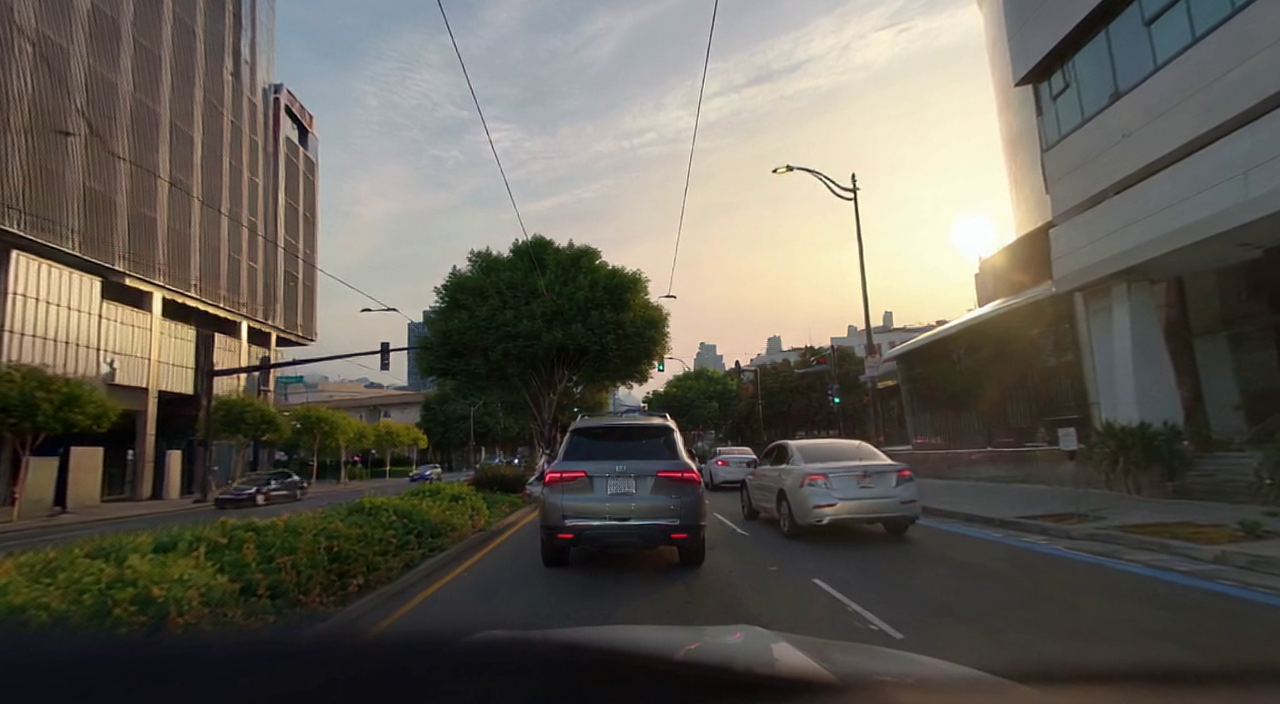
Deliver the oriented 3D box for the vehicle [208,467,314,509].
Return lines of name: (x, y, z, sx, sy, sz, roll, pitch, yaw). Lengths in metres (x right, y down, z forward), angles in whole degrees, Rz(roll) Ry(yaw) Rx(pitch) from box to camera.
vehicle: (-15.493, 5.558, 26.141, 1.798, 1.409, 4.239, 0, -8, -1)

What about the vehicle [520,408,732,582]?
vehicle: (-0.235, 1.792, 8.744, 2.178, 1.779, 4.255, 0, -8, -3)

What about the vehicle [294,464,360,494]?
vehicle: (-19.858, 8.054, 40.341, 2.066, 1.700, 4.536, 0, -8, -3)

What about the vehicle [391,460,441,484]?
vehicle: (-15.772, 8.453, 44.746, 2.077, 1.458, 4.718, 0, -9, -3)

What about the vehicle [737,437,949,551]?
vehicle: (3.041, 2.216, 10.633, 1.993, 1.480, 4.324, 0, -8, -2)
